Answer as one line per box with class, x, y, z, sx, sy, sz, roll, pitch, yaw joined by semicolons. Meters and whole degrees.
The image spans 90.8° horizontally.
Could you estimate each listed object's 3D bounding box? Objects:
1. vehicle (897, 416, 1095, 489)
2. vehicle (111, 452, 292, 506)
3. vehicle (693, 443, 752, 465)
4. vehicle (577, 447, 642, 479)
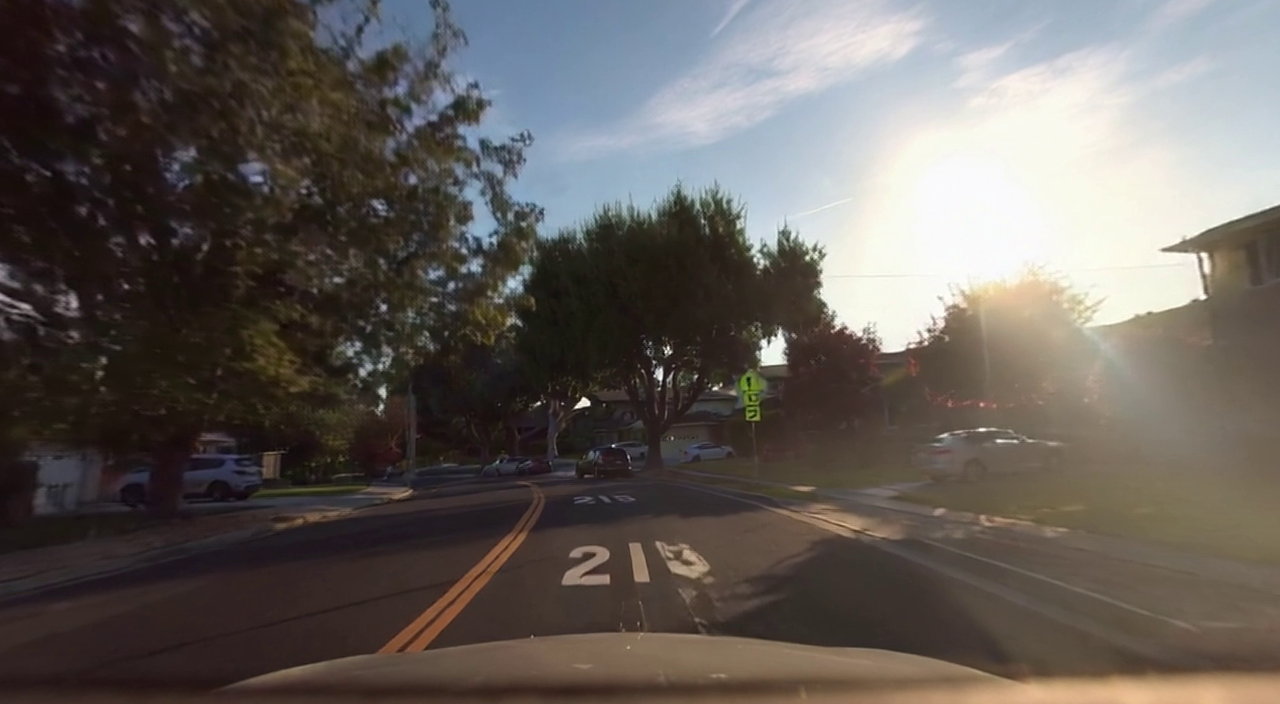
vehicle;9.312;2.612;16.616;4.284;1.522;1.893;-1;-8;-16
vehicle;-14.676;4.251;21.515;4.664;1.580;1.973;3;-9;-22
vehicle;6.072;7.468;46.468;4.253;1.458;1.900;6;-11;-40
vehicle;-1.702;5.778;33.125;2.181;1.494;5.023;2;-9;-17
